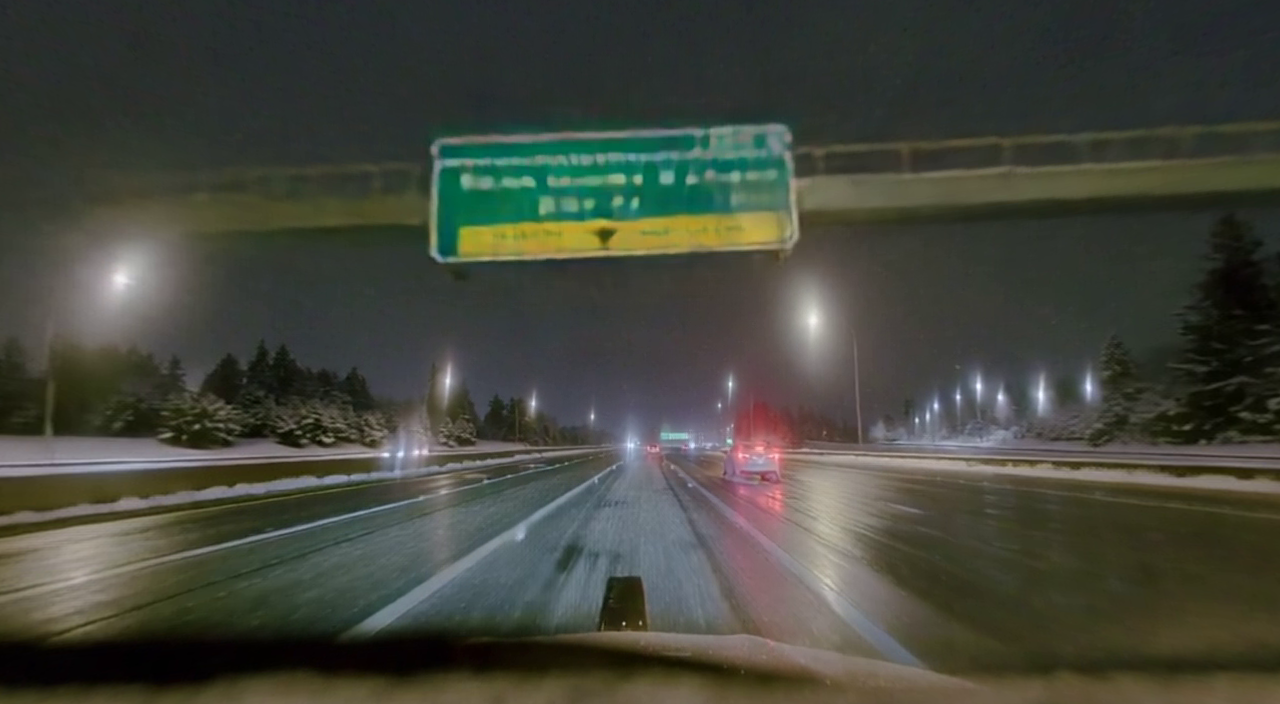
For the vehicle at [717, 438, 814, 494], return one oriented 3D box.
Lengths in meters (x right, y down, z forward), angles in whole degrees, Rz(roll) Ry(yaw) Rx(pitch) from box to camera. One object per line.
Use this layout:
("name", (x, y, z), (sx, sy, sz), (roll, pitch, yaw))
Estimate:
("vehicle", (3.668, 3.424, 19.402), (1.999, 1.492, 4.673), (0, -8, 0))
